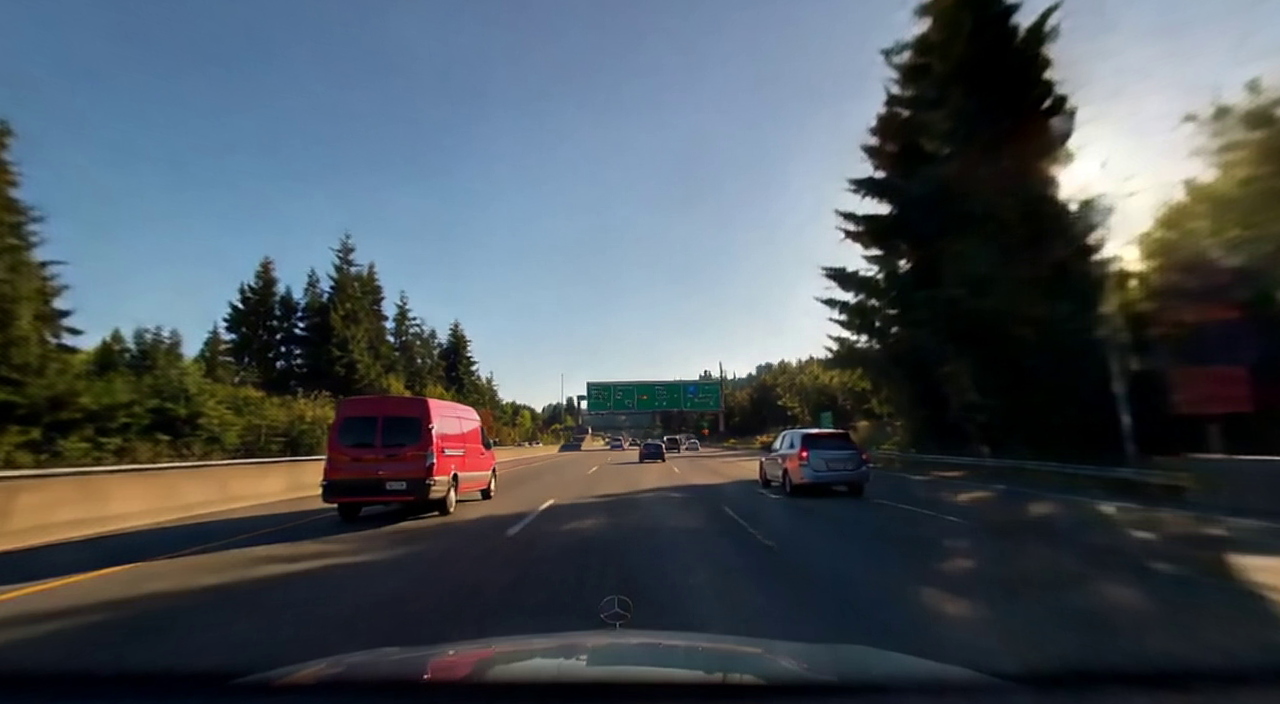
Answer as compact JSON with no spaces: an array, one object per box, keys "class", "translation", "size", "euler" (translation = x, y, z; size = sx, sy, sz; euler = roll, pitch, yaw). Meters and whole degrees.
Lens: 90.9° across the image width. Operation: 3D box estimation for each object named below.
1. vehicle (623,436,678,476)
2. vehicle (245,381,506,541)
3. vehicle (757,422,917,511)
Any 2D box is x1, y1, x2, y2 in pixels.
[{"class":"vehicle","translation":[0.385,4.130,25.348],"size":[2.020,1.464,3.803],"euler":[0,-8,0]},{"class":"vehicle","translation":[-3.966,1.745,10.758],"size":[2.275,2.053,5.082],"euler":[0,-8,-1]},{"class":"vehicle","translation":[4.085,2.426,14.015],"size":[1.996,1.638,4.496],"euler":[0,-8,-1]}]
